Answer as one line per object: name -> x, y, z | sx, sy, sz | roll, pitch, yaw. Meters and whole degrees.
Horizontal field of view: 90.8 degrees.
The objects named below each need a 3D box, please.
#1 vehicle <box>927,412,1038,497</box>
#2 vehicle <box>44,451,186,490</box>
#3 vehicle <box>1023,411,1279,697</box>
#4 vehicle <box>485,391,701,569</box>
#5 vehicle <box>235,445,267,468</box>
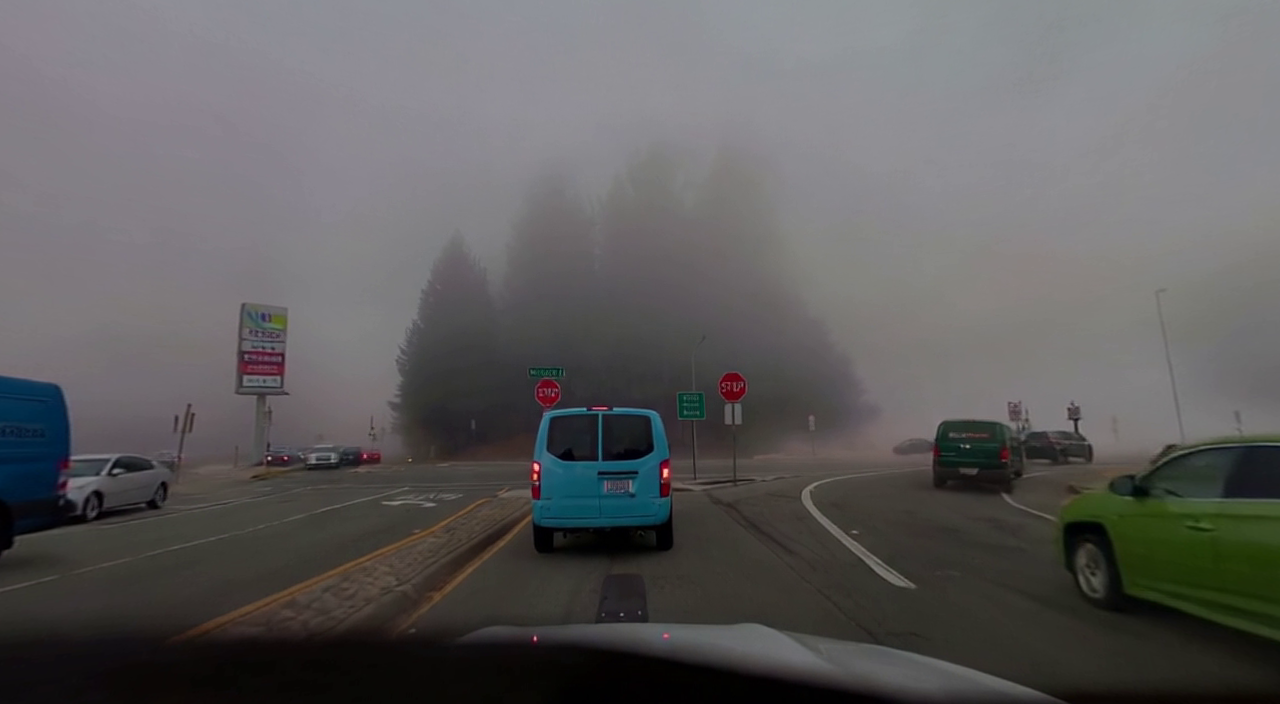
vehicle -> 9.194, 2.791, 17.433 | 2.204, 1.973, 4.946 | -4, -9, 24
vehicle -> -21.514, 4.836, 26.181 | 2.038, 1.392, 4.362 | 0, -8, 1
vehicle -> 4.448, 1.077, 3.354 | 2.079, 1.504, 4.828 | -1, -9, 4
vehicle -> -0.416, 1.673, 8.902 | 2.237, 1.828, 4.546 | 0, -9, 2
vehicle -> -30.103, 8.031, 48.917 | 1.913, 1.682, 4.120 | 5, -10, -31
